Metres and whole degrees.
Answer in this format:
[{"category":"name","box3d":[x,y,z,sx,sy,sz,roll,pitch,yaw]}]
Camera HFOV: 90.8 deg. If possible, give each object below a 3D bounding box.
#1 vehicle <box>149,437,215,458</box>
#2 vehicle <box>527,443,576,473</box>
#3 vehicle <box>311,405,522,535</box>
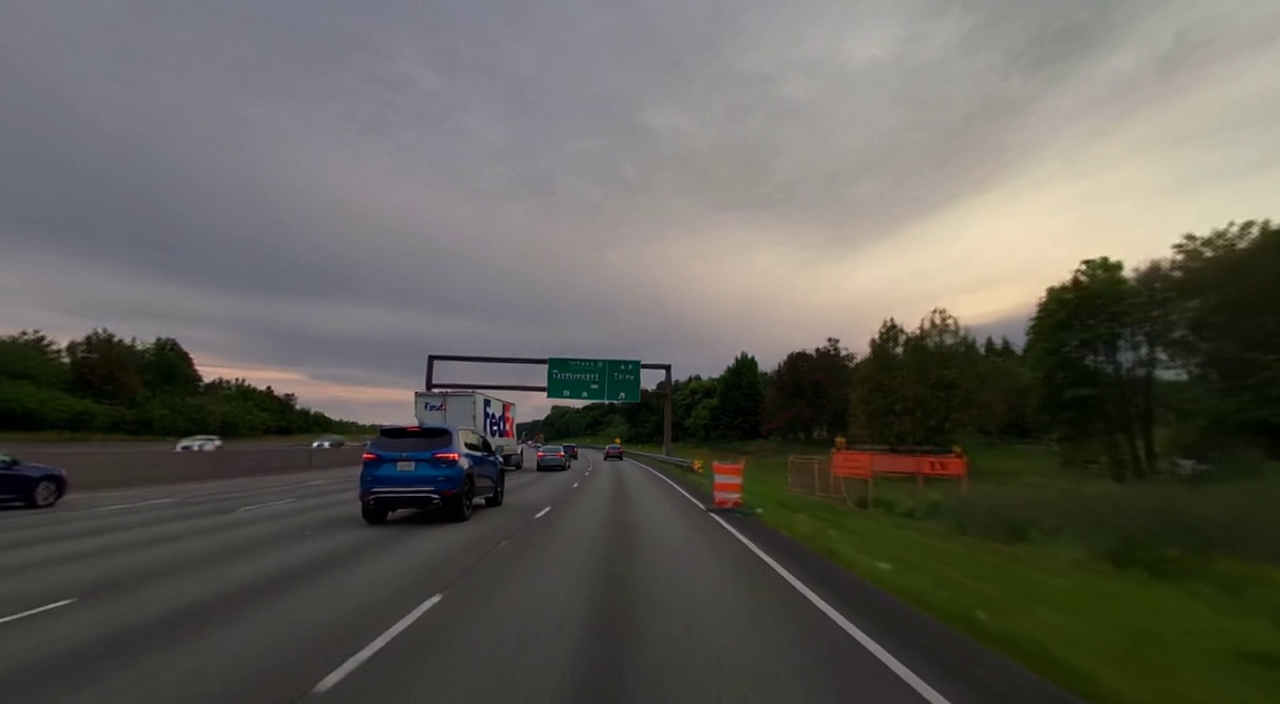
[{"category":"vehicle","box3d":[-35.474,7.402,49.088,1.841,1.521,4.545,1,-9,-3]},{"category":"vehicle","box3d":[-4.709,5.688,34.130,2.192,1.478,4.591,0,-9,-3]},{"category":"vehicle","box3d":[-3.684,2.067,11.556,2.170,1.886,4.628,0,-9,-1]}]
